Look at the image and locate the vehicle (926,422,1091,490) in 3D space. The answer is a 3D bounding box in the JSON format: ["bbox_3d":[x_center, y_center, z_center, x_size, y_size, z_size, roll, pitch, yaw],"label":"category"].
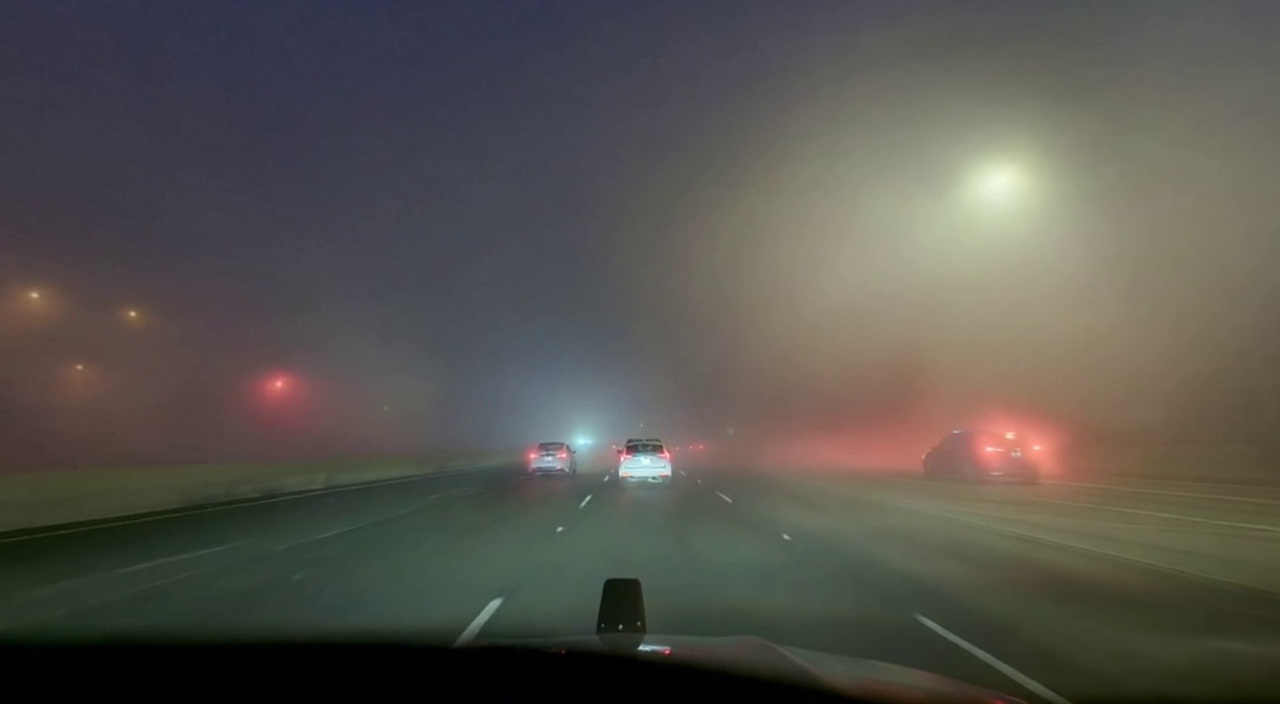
[{"bbox_3d":[10.696,3.064,18.734,2.133,1.770,4.537,0,-8,0],"label":"vehicle"}]

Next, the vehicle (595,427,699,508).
[{"bbox_3d":[0.134,2.663,14.921,2.099,1.640,4.134,0,-8,0],"label":"vehicle"}]

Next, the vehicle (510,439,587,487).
[{"bbox_3d":[-3.112,3.882,22.394,2.011,1.510,4.698,0,-8,1],"label":"vehicle"}]
